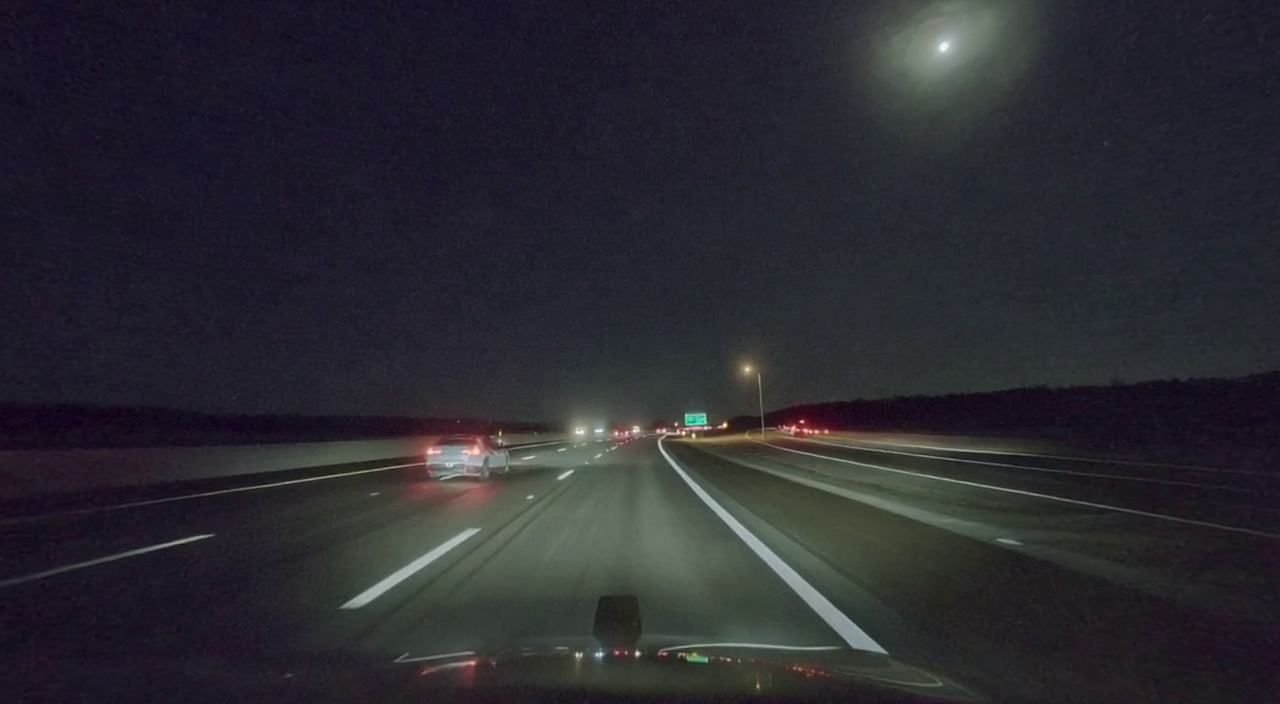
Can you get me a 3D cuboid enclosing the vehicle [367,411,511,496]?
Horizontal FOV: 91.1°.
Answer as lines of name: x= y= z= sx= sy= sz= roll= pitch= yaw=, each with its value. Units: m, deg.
vehicle: x=-4.570 y=2.384 z=15.114 sx=1.980 sy=1.721 sz=4.419 roll=0 pitch=-8 yaw=0
